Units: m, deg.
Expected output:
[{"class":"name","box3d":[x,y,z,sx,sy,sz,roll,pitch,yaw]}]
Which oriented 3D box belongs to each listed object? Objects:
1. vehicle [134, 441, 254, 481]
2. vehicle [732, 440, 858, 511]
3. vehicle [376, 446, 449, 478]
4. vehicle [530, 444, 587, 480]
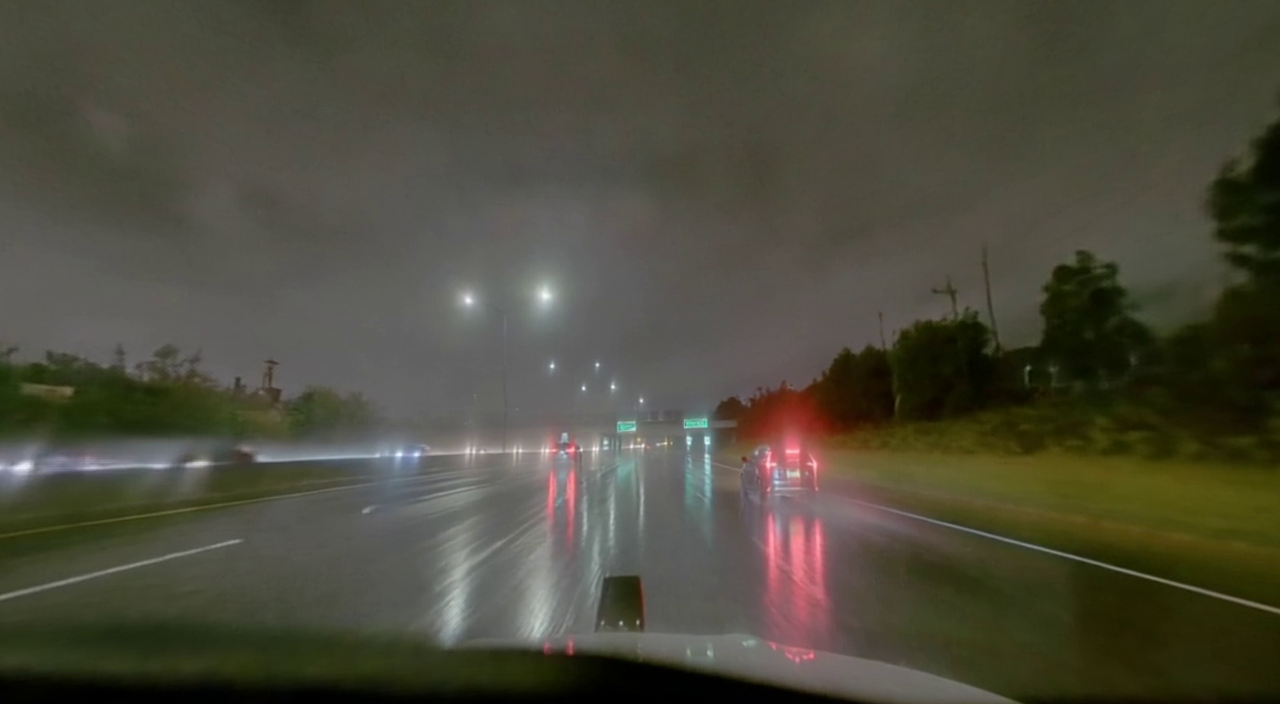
[{"class":"vehicle","box3d":[-20.067,4.932,28.661,2.019,1.648,4.702,0,-9,0]},{"class":"vehicle","box3d":[3.721,3.046,16.011,2.079,1.535,4.316,0,-9,0]},{"class":"vehicle","box3d":[-11.505,5.578,32.235,1.919,1.497,4.765,0,-9,0]},{"class":"vehicle","box3d":[-3.752,5.158,29.886,2.072,1.545,4.687,0,-9,0]}]
